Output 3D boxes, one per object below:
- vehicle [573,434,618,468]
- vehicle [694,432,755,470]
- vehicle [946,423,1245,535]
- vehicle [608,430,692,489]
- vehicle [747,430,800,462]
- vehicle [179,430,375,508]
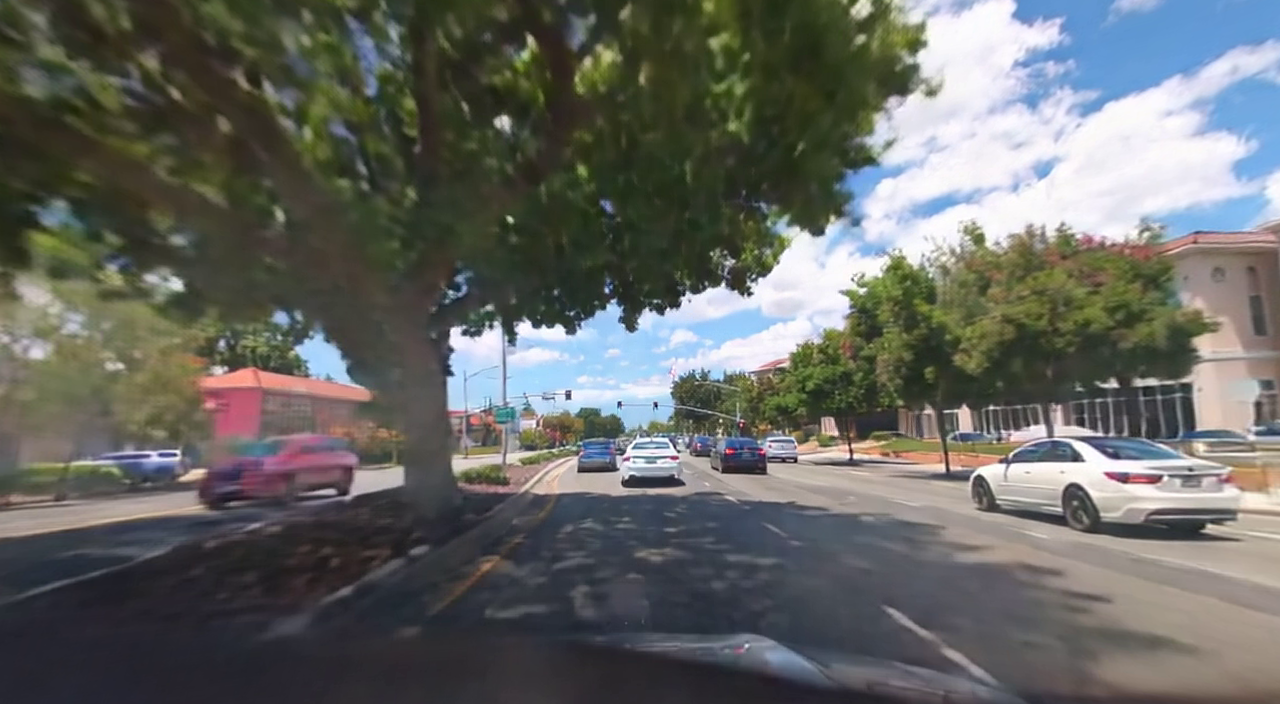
[{"bbox_3d":[-2.115,4.623,29.571,1.938,1.472,4.399,1,-8,-4],"label":"vehicle"},{"bbox_3d":[3.592,4.304,27.562,1.988,1.528,4.144,0,-8,-1],"label":"vehicle"},{"bbox_3d":[7.326,2.064,10.889,1.892,1.515,4.400,0,-8,0],"label":"vehicle"},{"bbox_3d":[0.283,3.006,17.843,2.096,1.473,3.893,0,-8,1],"label":"vehicle"},{"bbox_3d":[7.588,5.399,36.188,2.044,1.701,4.397,0,-8,0],"label":"vehicle"},{"bbox_3d":[-8.468,2.755,15.317,2.044,1.610,4.463,0,-8,1],"label":"vehicle"}]
